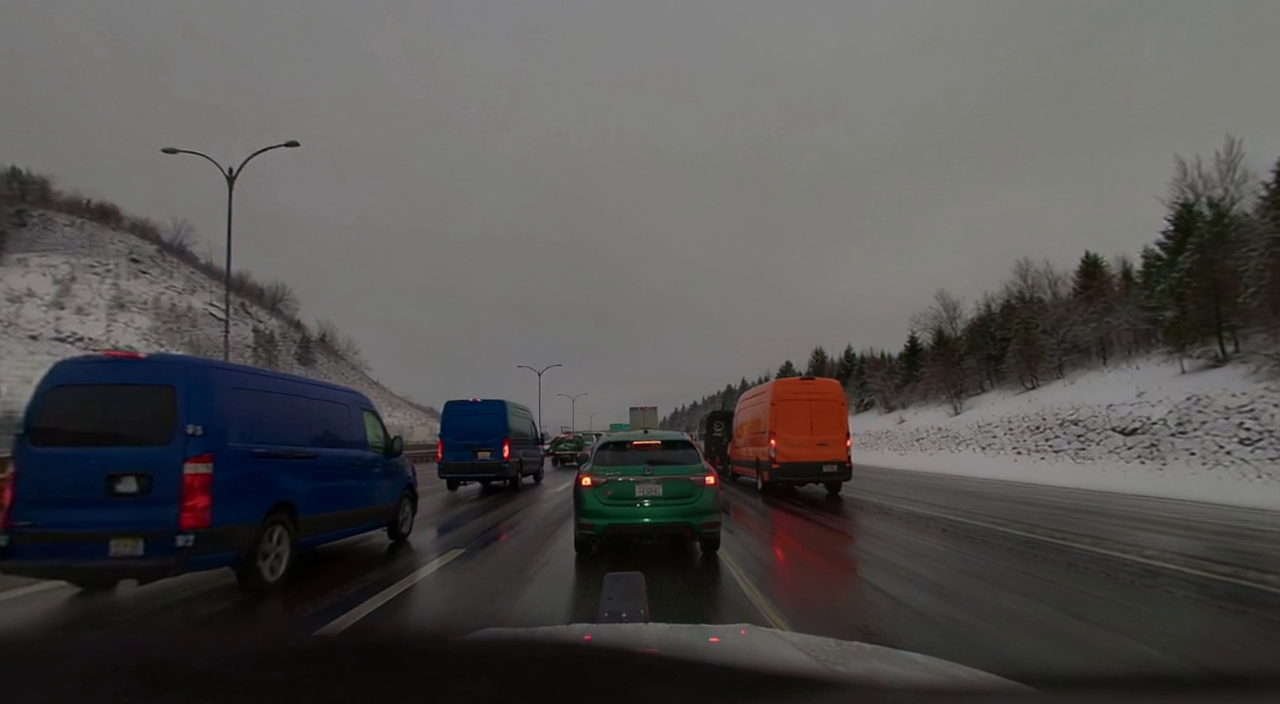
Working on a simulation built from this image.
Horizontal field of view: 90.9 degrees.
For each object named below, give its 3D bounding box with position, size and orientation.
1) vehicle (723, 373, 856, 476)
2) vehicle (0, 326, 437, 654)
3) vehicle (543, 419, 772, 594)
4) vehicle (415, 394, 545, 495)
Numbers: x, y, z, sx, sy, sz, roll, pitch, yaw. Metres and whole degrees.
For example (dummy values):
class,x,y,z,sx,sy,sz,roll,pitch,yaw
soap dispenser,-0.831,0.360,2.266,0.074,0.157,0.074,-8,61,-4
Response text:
class,x,y,z,sx,sy,sz,roll,pitch,yaw
vehicle,6.361,3.532,29.427,2.977,3.878,11.111,0,-8,-3
vehicle,-4.219,1.259,6.798,2.195,2.086,5.445,0,-8,0
vehicle,0.104,1.645,7.552,2.003,1.499,3.930,0,-8,-1
vehicle,-4.482,2.763,18.876,2.300,2.522,5.701,0,-8,1
